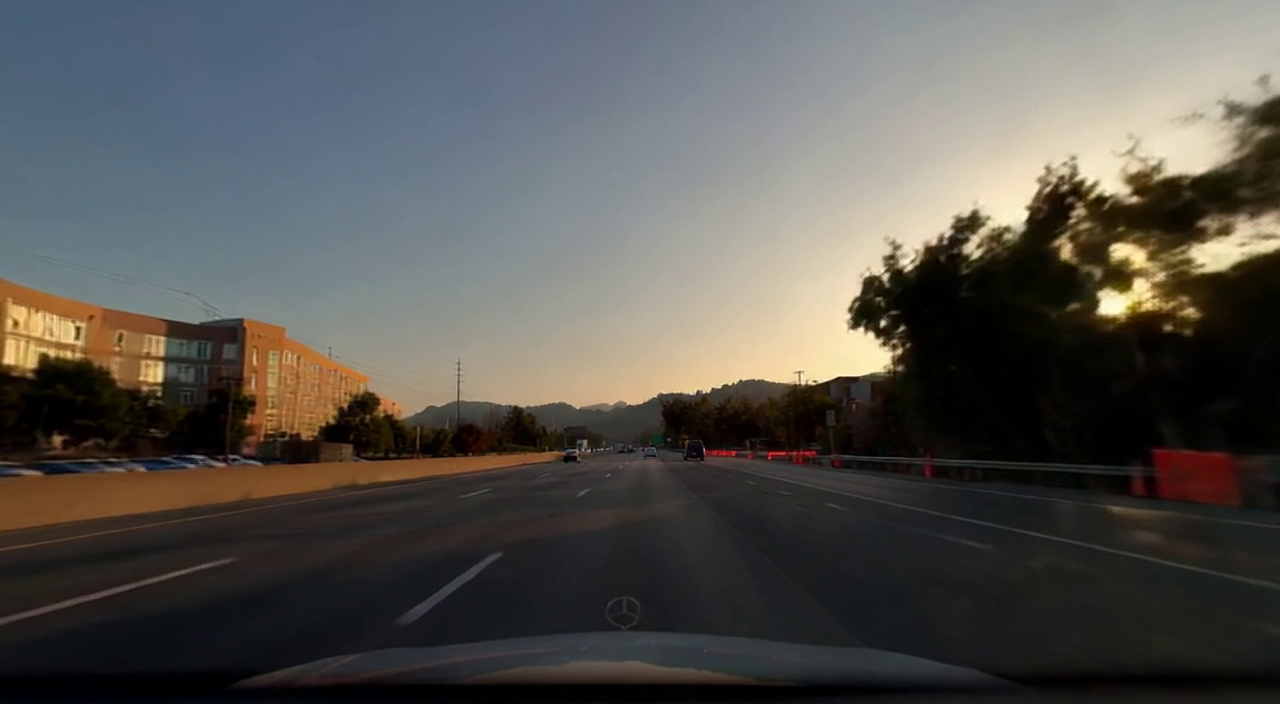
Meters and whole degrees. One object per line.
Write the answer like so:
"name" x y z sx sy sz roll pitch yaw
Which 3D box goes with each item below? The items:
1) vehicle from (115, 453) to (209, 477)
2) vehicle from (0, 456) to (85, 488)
"vehicle" -37.551 8.867 49.543 5.655 1.840 2.300 -1 -9 4
"vehicle" -38.426 7.425 38.927 6.140 1.772 2.262 -3 -9 2
